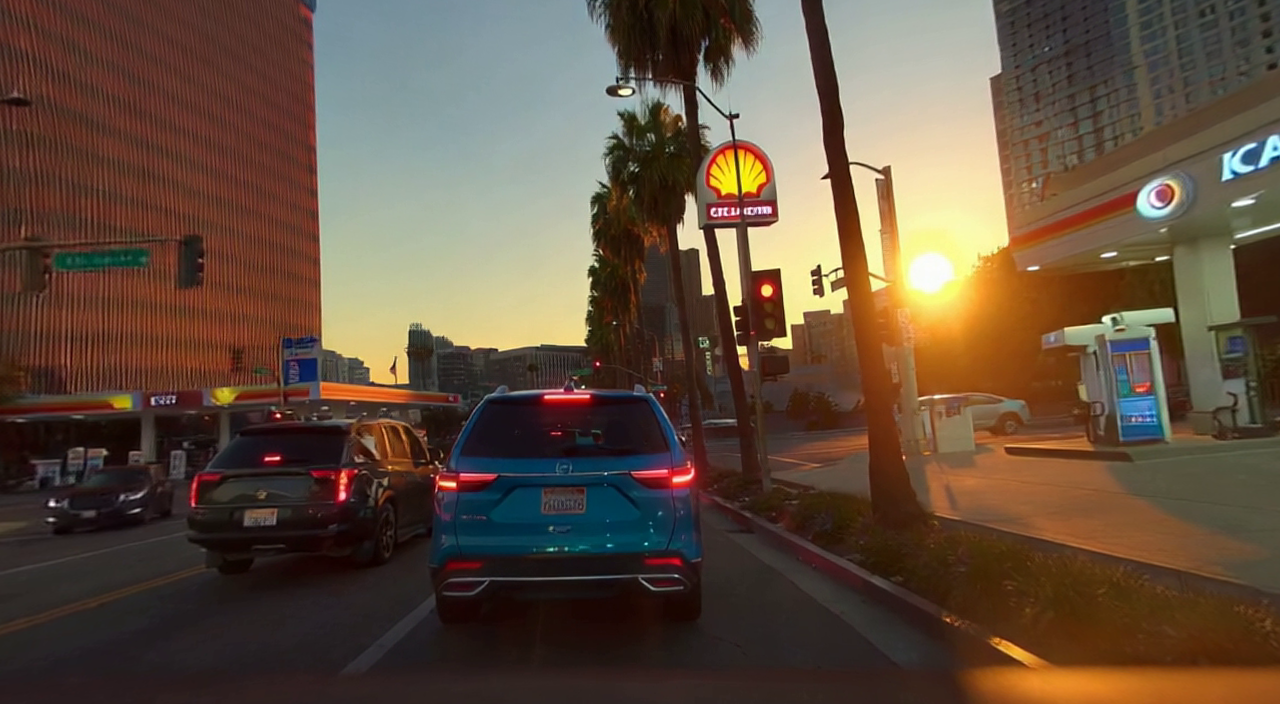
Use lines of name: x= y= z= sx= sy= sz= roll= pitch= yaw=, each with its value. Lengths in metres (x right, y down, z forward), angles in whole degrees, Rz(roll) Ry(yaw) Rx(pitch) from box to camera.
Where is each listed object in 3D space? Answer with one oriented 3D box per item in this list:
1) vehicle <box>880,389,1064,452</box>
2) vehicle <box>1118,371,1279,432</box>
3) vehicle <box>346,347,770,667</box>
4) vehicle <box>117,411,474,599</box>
vehicle: x=11.621 y=2.458 z=22.400 sx=5.307 sy=2.076 sz=2.122 roll=0 pitch=-8 yaw=-4
vehicle: x=20.634 y=1.821 z=22.714 sx=5.033 sy=1.999 sz=2.259 roll=0 pitch=-8 yaw=-3
vehicle: x=-0.552 y=1.266 z=6.288 sx=2.519 sy=1.913 sz=4.819 roll=0 pitch=-8 yaw=-2
vehicle: x=-3.808 y=1.762 z=8.356 sx=2.097 sy=1.692 sz=5.030 roll=0 pitch=-8 yaw=-3
